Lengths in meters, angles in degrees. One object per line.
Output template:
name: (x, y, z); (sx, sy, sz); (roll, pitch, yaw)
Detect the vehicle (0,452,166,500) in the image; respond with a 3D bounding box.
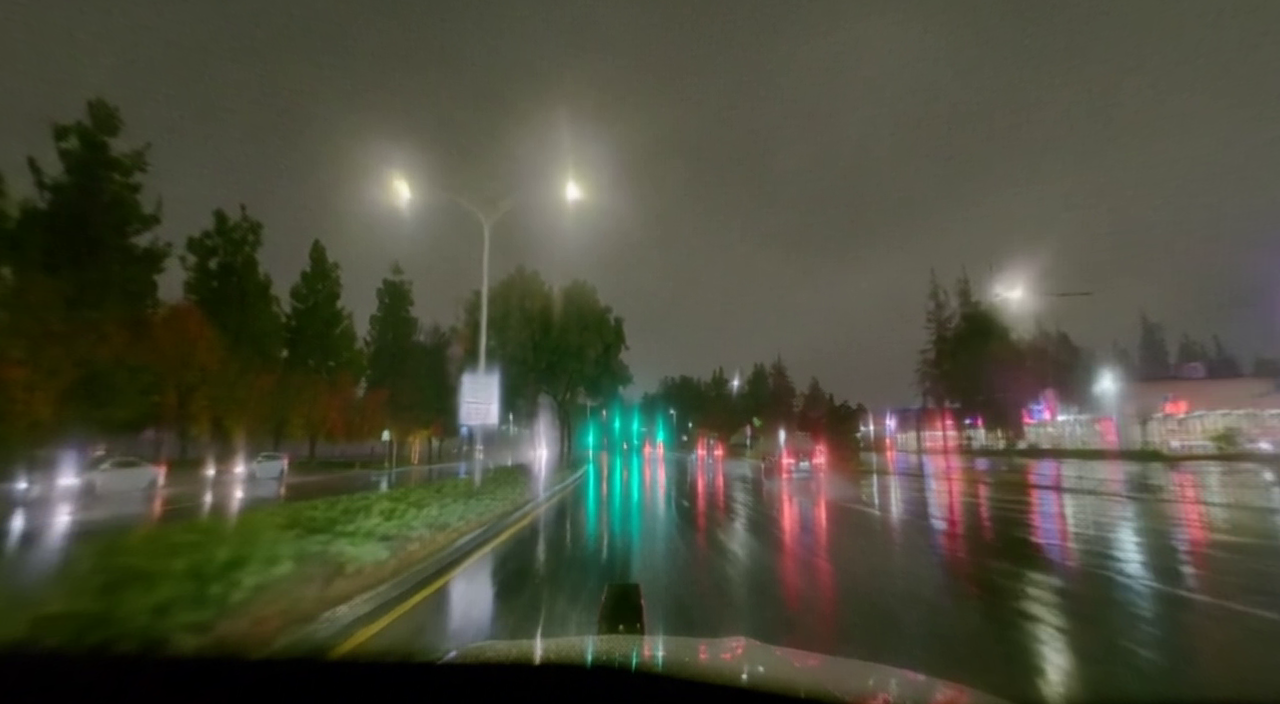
vehicle: (-19.756, 4.346, 22.621); (1.915, 1.477, 4.773); (0, -9, -1)

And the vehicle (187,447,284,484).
vehicle: (-20.079, 5.615, 31.602); (1.957, 1.643, 4.460); (0, -8, -1)

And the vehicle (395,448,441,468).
vehicle: (-17.168, 8.211, 49.081); (1.961, 1.480, 4.520); (0, -9, 0)
